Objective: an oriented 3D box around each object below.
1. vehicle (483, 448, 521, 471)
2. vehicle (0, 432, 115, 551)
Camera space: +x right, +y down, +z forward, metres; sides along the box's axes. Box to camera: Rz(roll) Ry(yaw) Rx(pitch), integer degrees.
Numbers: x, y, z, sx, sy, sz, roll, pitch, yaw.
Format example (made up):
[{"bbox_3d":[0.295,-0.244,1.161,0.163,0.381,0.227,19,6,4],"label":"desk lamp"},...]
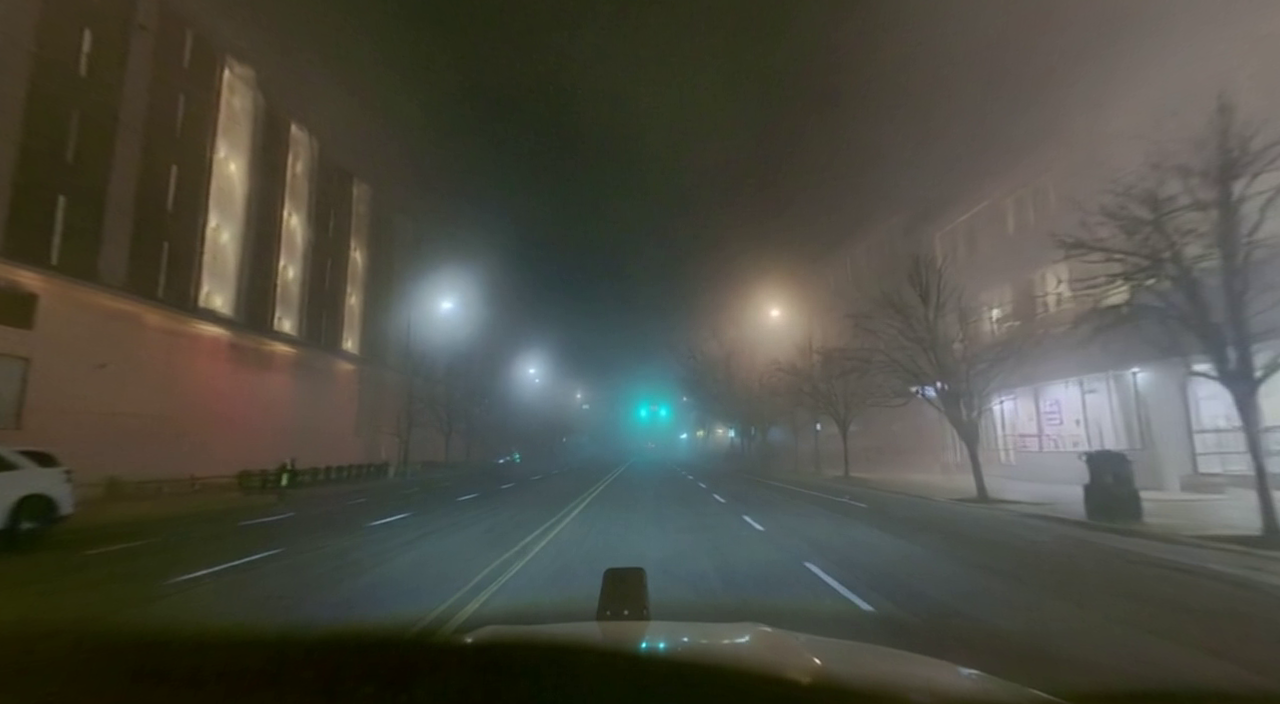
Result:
[{"bbox_3d":[-10.388,8.103,47.763,1.846,1.447,4.264,-1,-6,2],"label":"vehicle"},{"bbox_3d":[-10.825,2.130,9.347,2.060,1.796,4.675,-1,-7,0],"label":"vehicle"}]
